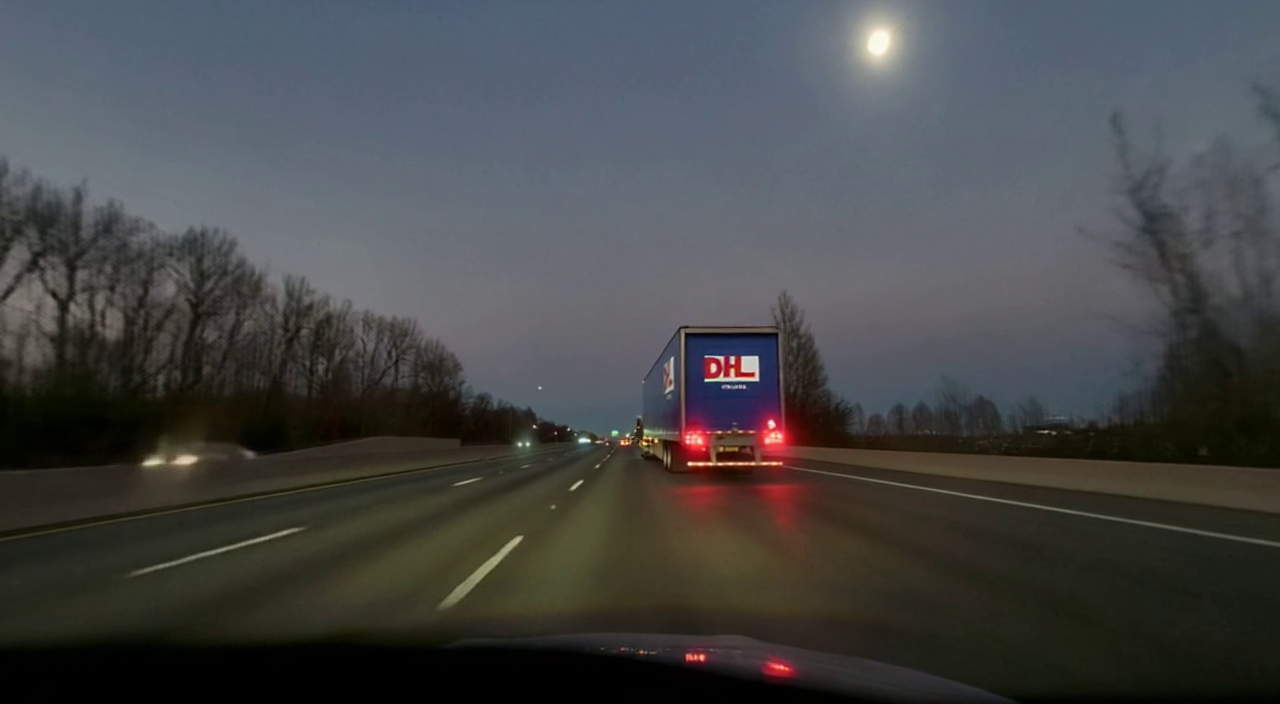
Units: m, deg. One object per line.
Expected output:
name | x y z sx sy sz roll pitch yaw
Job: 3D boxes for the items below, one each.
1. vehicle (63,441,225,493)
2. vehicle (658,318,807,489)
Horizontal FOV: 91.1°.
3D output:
vehicle | -16.401 3.775 21.162 1.829 1.490 4.552 0 -8 -1
vehicle | 2.395 1.825 20.001 3.011 4.211 8.926 0 -8 -2
